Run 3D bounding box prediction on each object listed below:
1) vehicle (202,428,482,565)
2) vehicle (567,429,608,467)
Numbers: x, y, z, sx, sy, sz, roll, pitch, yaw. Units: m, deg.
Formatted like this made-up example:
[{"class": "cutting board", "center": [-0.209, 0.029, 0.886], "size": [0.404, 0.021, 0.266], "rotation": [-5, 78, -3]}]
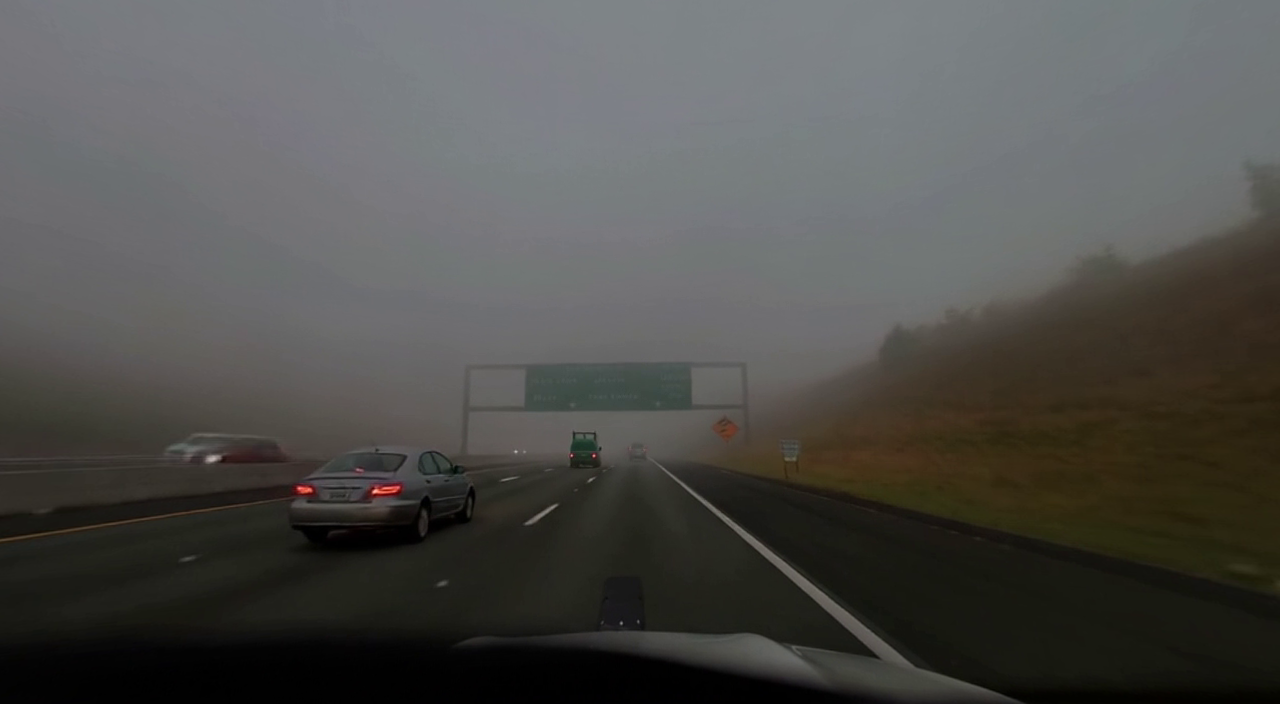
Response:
[{"class": "vehicle", "center": [-3.675, 1.846, 8.733], "size": [1.924, 1.436, 3.915], "rotation": [0, -9, 1]}, {"class": "vehicle", "center": [-3.568, 6.660, 43.633], "size": [2.290, 2.453, 5.561], "rotation": [0, -9, 1]}]
